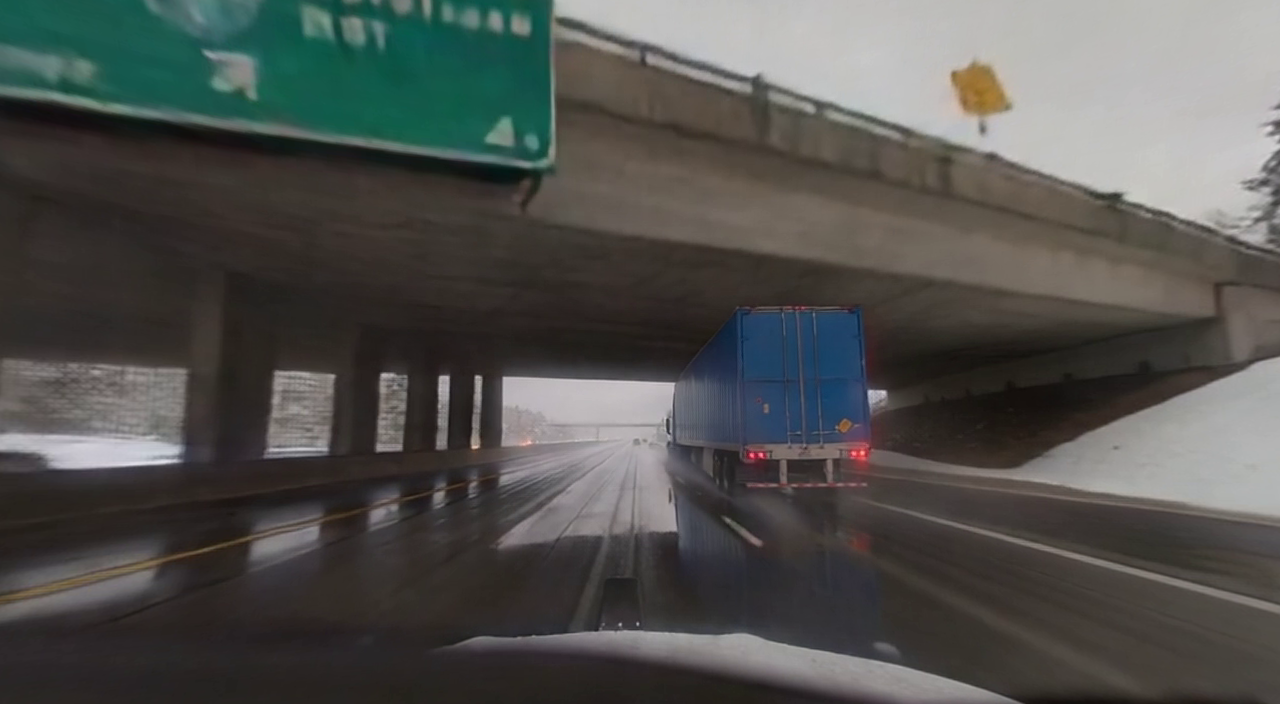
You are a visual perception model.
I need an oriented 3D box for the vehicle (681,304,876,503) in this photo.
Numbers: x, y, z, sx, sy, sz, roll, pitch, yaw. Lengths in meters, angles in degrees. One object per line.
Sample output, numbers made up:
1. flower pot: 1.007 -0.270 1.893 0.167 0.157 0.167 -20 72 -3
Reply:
1. vehicle: 3.367 2.282 21.334 2.743 4.160 16.408 0 -9 -1
